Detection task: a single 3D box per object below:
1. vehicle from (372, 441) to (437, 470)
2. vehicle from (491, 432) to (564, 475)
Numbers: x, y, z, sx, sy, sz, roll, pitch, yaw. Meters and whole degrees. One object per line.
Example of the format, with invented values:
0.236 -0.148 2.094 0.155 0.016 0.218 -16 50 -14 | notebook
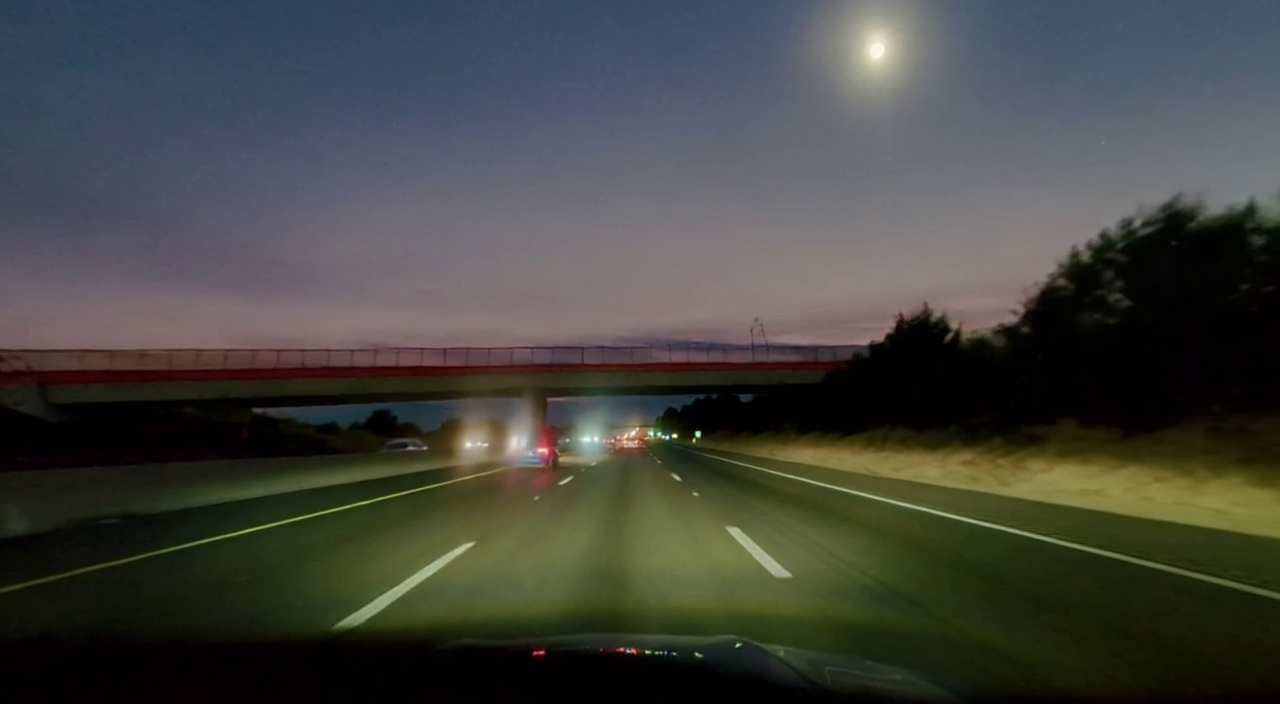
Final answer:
-12.695 5.548 34.244 1.845 1.448 4.482 0 -8 -1 | vehicle
-4.328 3.995 25.024 2.074 1.535 4.437 0 -8 0 | vehicle
